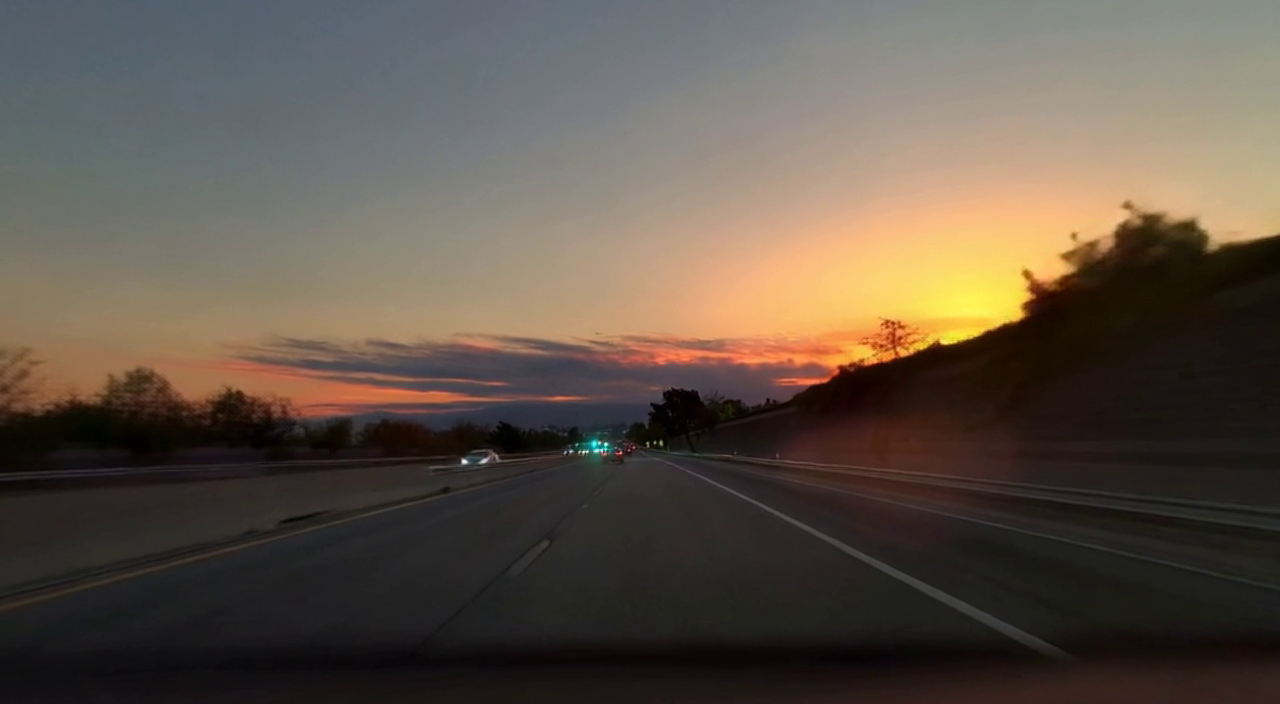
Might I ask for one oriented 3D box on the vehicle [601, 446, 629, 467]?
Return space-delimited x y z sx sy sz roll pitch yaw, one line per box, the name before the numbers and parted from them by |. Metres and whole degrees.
vehicle | -1.950 8.179 49.388 2.050 1.530 4.144 0 -8 0
